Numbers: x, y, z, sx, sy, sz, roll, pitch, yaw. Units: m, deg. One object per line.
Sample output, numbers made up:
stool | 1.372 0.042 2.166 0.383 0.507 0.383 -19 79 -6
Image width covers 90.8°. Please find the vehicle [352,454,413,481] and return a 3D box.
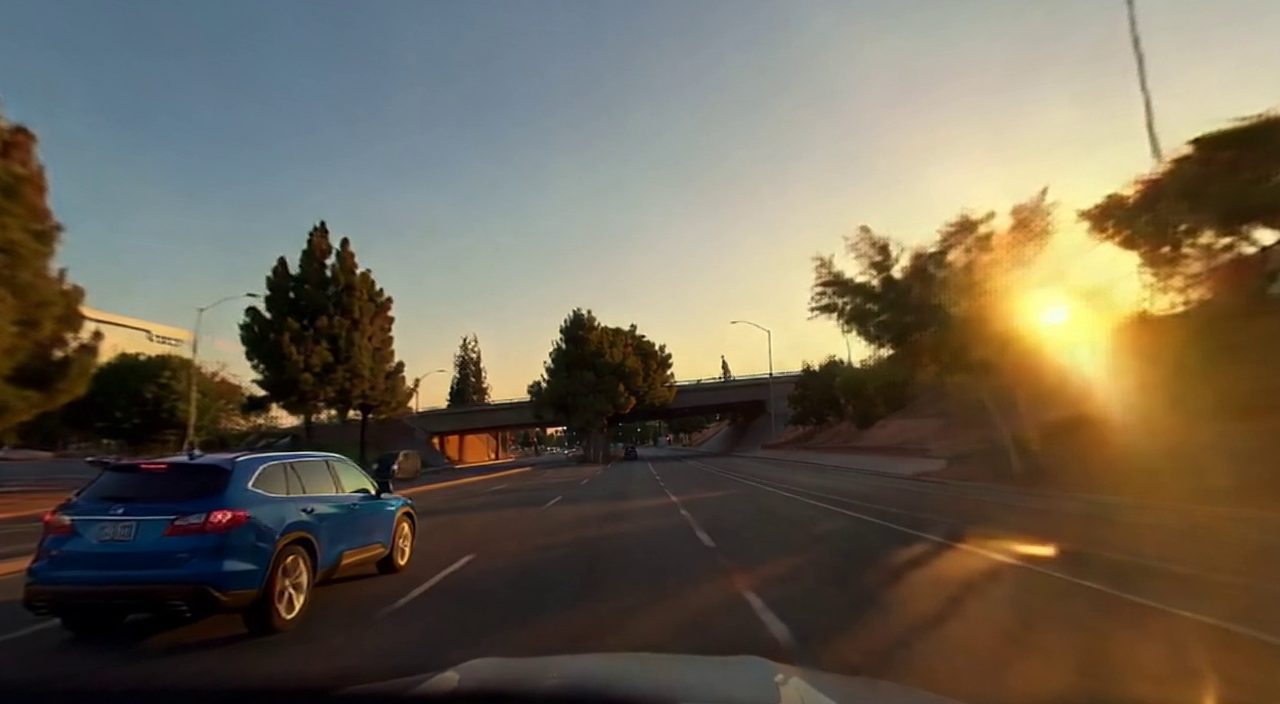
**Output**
vehicle | -15.703 7.062 38.808 1.912 1.465 4.479 0 -9 0

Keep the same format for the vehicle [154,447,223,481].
vehicle | -28.852 7.119 40.590 2.199 1.959 5.771 4 -9 -22
